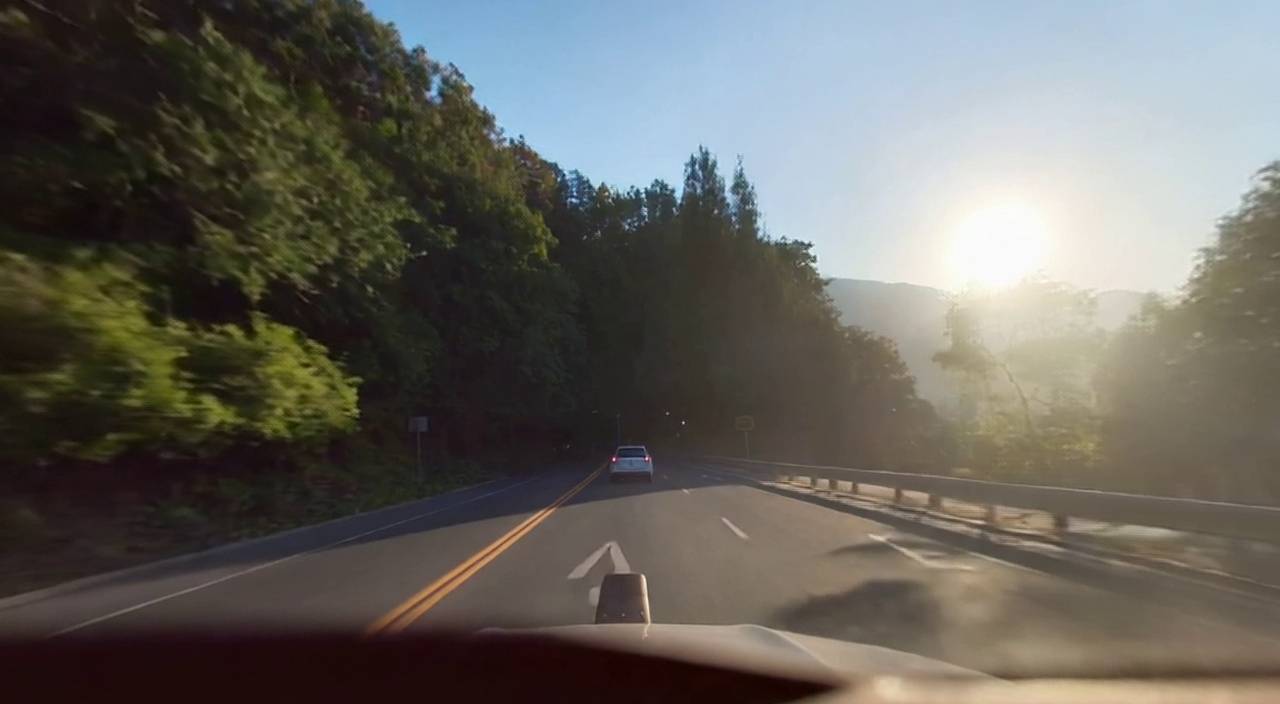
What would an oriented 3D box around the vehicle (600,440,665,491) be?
[{"bbox_3d":[-0.284,3.896,21.846,2.037,1.601,3.643,0,-9,-1],"label":"vehicle"}]
